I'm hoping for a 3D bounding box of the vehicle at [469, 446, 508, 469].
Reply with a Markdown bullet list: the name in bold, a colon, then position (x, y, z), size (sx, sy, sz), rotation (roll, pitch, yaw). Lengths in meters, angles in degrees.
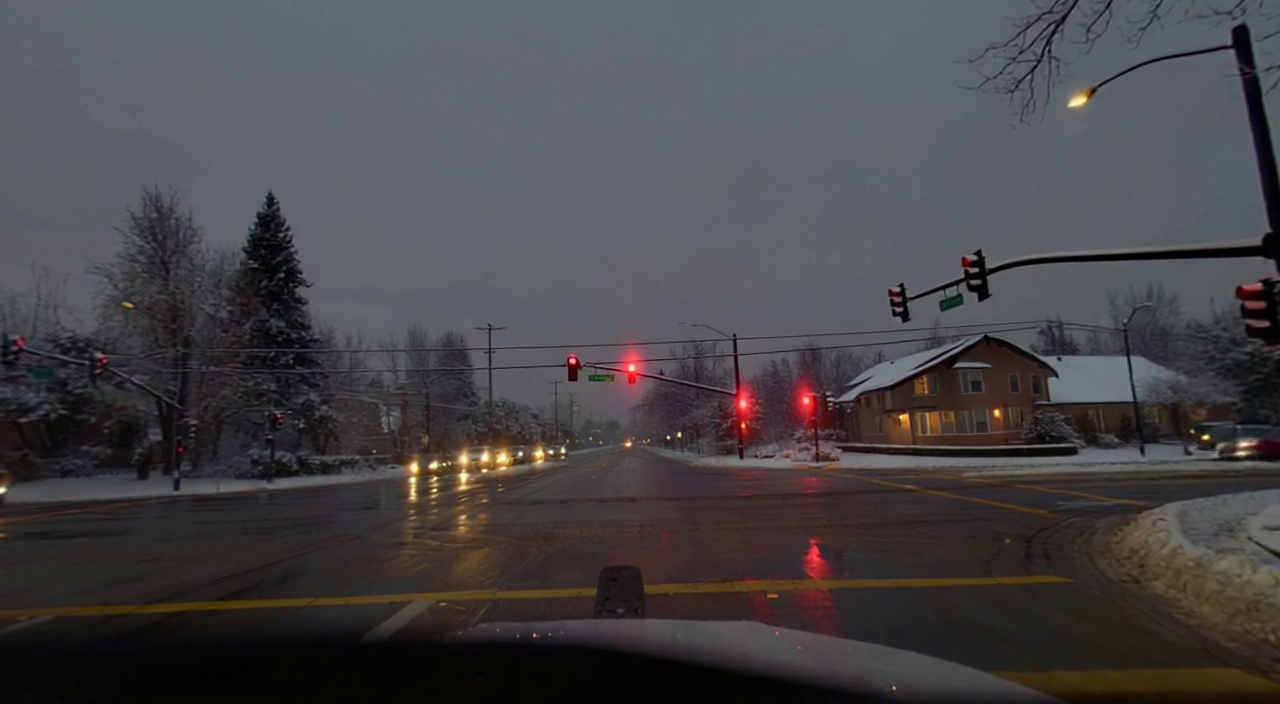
- **vehicle**: position (-10.712, 7.458, 44.751), size (1.881, 1.509, 3.377), rotation (0, -9, 1)
